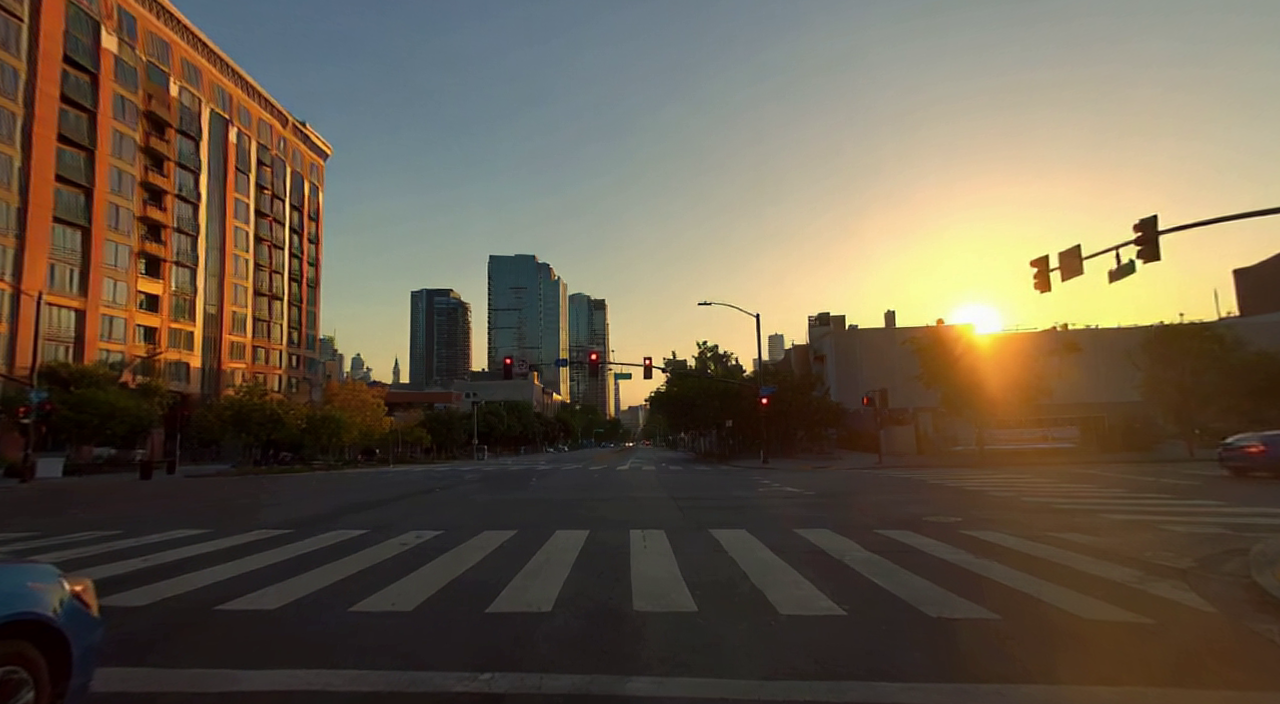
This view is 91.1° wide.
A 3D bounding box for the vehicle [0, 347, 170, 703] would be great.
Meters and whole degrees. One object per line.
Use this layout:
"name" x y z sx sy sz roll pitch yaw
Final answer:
"vehicle" -3.632 0.615 1.062 2.109 1.692 4.587 0 -8 0
